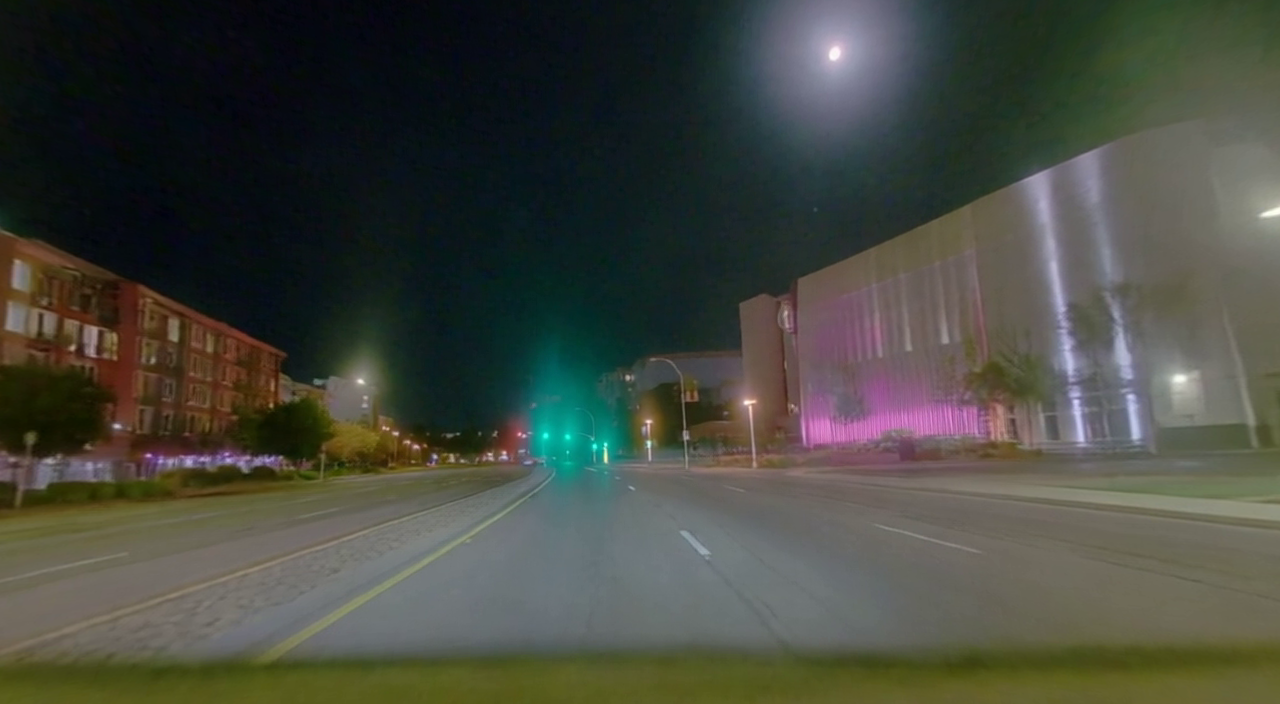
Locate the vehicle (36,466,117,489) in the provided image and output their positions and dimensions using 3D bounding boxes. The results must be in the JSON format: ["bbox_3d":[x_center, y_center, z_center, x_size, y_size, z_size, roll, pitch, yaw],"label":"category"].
[{"bbox_3d":[-41.373,9.172,46.467,3.994,1.491,1.730,4,-9,-26],"label":"vehicle"}]
